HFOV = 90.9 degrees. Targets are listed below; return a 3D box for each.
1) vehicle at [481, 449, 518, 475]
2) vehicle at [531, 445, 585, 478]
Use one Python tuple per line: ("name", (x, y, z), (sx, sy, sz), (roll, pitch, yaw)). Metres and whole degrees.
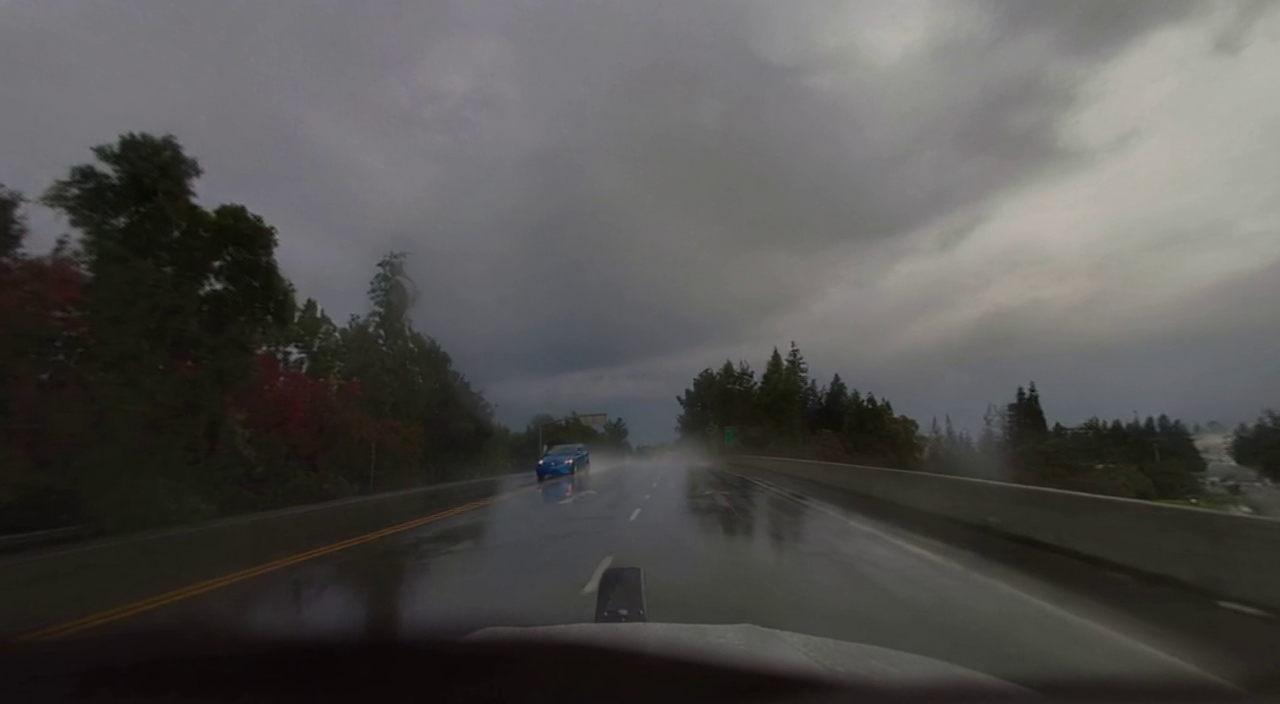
("vehicle", (-9.933, 7.720, 44.299), (2.077, 1.707, 4.282), (3, -9, -17))
("vehicle", (-4.398, 5.957, 34.550), (2.095, 1.678, 4.421), (-1, -9, 4))
